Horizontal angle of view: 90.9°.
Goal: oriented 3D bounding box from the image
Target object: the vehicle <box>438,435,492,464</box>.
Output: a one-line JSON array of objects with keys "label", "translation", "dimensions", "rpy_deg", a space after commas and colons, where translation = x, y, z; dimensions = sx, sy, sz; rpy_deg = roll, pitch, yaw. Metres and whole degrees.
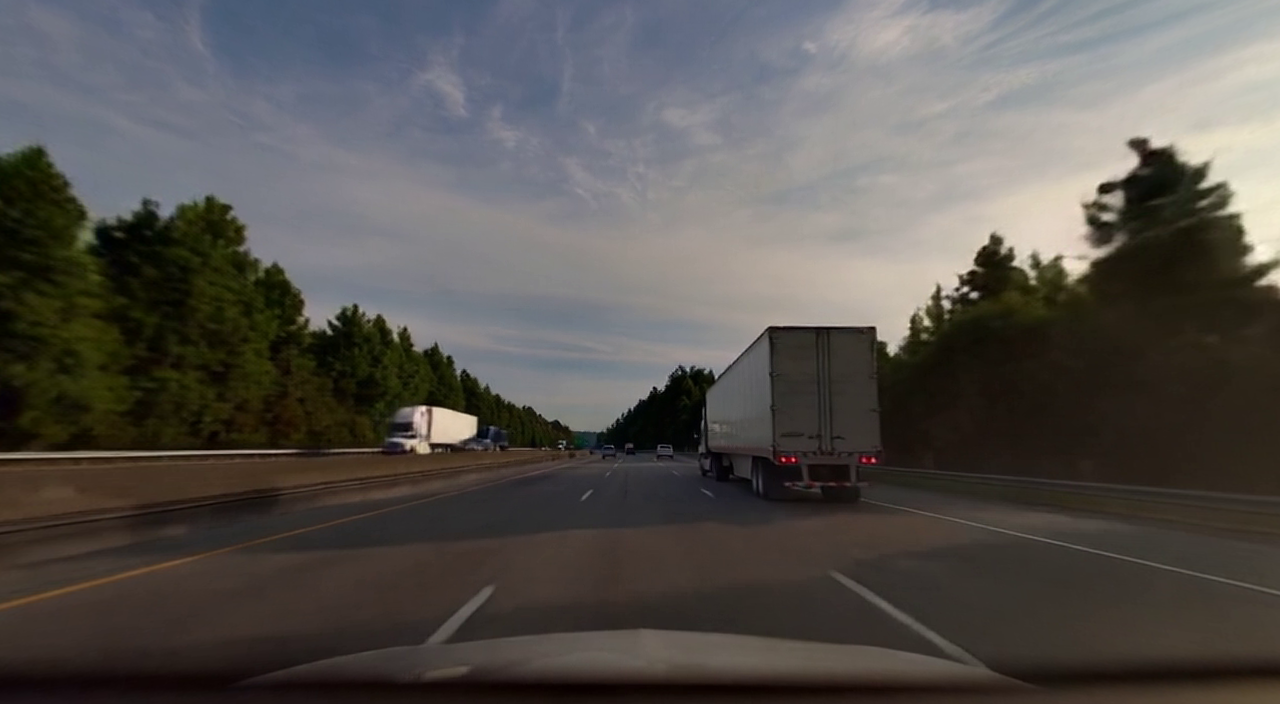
[{"label": "vehicle", "translation": [-11.045, 6.248, 40.226], "dimensions": [2.080, 1.730, 4.801], "rpy_deg": [0, -9, 0]}]

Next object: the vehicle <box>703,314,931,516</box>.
[{"label": "vehicle", "translation": [4.157, 2.253, 19.193], "dimensions": [2.950, 4.033, 13.276], "rpy_deg": [0, -9, -1]}]

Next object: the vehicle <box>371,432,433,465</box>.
[{"label": "vehicle", "translation": [-15.225, 6.227, 40.566], "dimensions": [2.107, 1.976, 4.747], "rpy_deg": [0, -9, 0]}]
